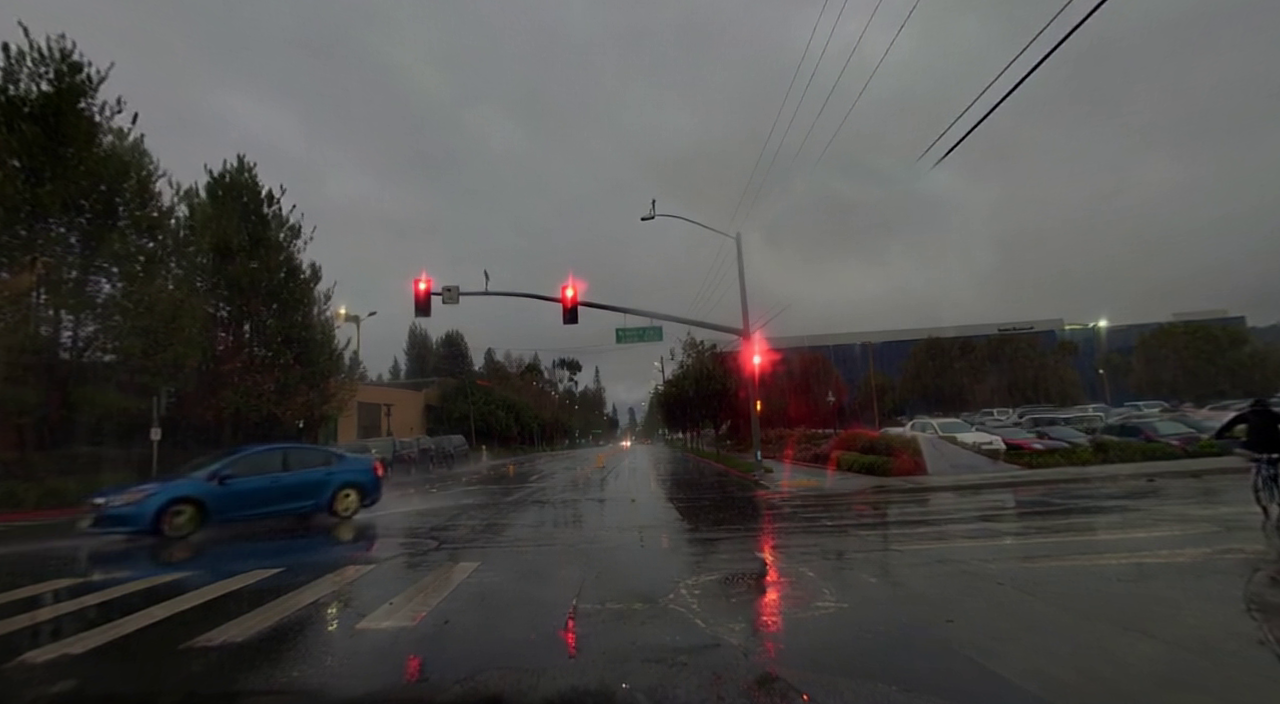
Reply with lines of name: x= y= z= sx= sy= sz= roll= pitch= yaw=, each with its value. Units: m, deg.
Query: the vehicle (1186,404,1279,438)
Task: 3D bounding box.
vehicle: x=34.907 y=4.027 z=36.649 sx=4.326 sy=1.511 sz=1.725 roll=-8 pitch=-9 yaw=17

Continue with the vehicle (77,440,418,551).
vehicle: x=-6.208 y=2.217 z=10.390 sx=4.385 sy=1.419 sz=1.855 roll=8 pitch=-12 yaw=-39

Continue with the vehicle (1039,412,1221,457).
vehicle: x=16.918 y=2.908 z=22.111 sx=4.560 sy=1.453 sz=1.851 roll=-3 pitch=-9 yaw=18

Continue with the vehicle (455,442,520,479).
vehicle: x=-6.985 y=4.998 z=29.321 sx=2.024 sy=1.470 sz=4.153 roll=-3 pitch=-9 yaw=-1
